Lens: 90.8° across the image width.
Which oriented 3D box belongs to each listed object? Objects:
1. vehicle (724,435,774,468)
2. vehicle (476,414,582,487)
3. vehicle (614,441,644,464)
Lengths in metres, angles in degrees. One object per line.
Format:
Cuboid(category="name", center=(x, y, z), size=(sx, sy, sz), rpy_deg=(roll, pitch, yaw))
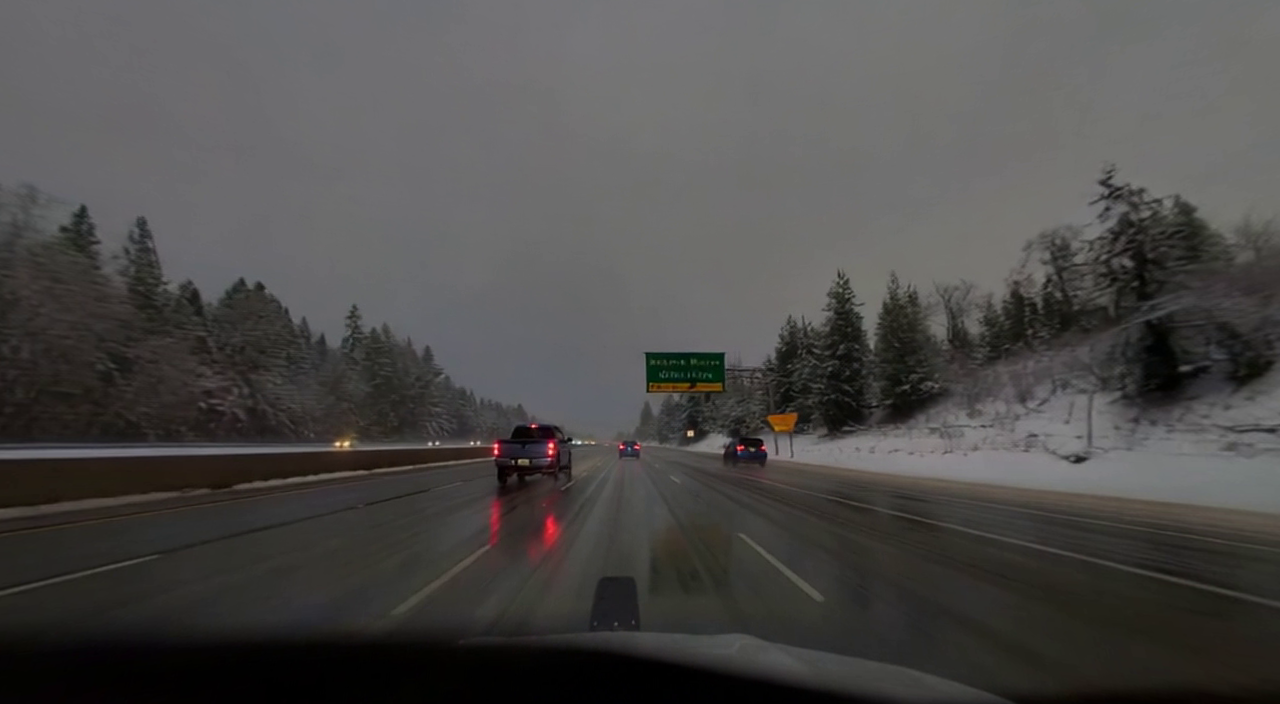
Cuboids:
Cuboid(category="vehicle", center=(6.677, 6.191, 39.402), size=(2.103, 1.898, 5.310), rpy_deg=(0, -9, -1))
Cuboid(category="vehicle", center=(-3.652, 3.437, 22.228), size=(2.592, 2.179, 6.034), rpy_deg=(0, -9, 0))
Cuboid(category="vehicle", center=(-0.787, 7.563, 47.515), size=(2.157, 1.642, 4.189), rpy_deg=(0, -9, -1))
